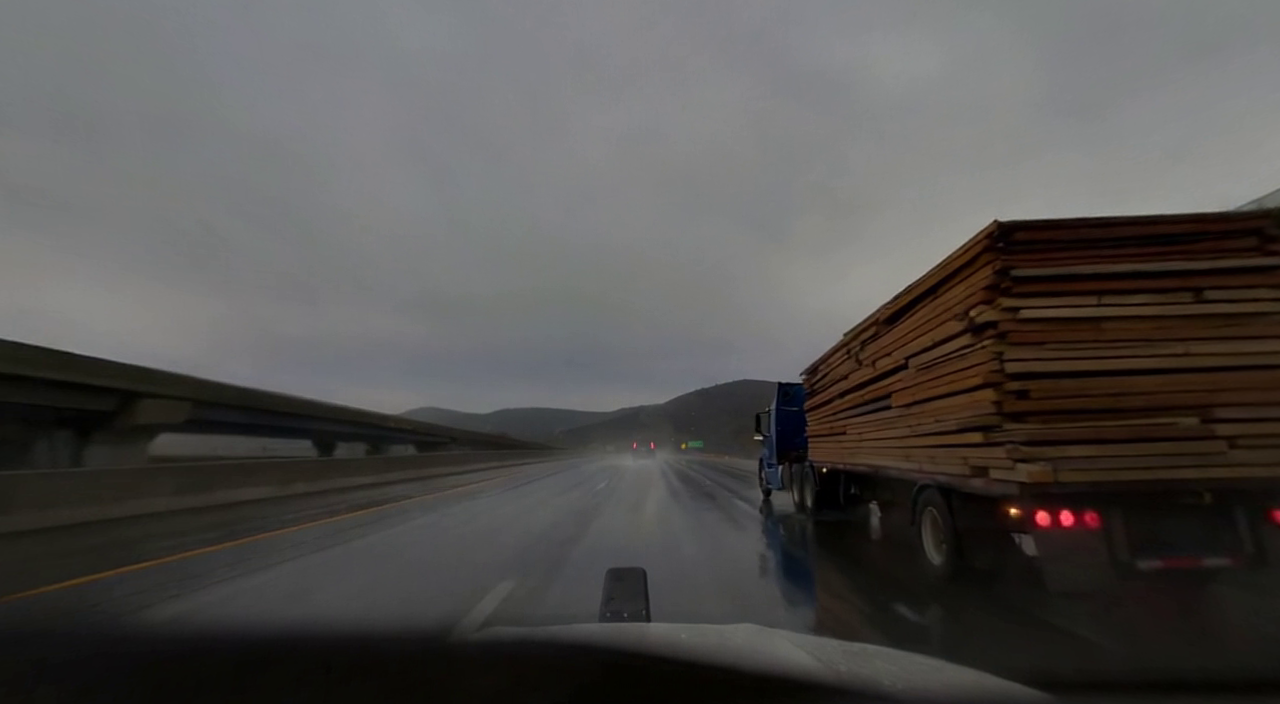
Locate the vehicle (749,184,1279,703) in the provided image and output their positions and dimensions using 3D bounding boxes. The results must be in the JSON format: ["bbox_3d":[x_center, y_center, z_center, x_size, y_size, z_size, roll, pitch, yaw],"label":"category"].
[{"bbox_3d":[4.127,1.274,8.997,3.326,3.089,10.642,0,-9,1],"label":"vehicle"}]
